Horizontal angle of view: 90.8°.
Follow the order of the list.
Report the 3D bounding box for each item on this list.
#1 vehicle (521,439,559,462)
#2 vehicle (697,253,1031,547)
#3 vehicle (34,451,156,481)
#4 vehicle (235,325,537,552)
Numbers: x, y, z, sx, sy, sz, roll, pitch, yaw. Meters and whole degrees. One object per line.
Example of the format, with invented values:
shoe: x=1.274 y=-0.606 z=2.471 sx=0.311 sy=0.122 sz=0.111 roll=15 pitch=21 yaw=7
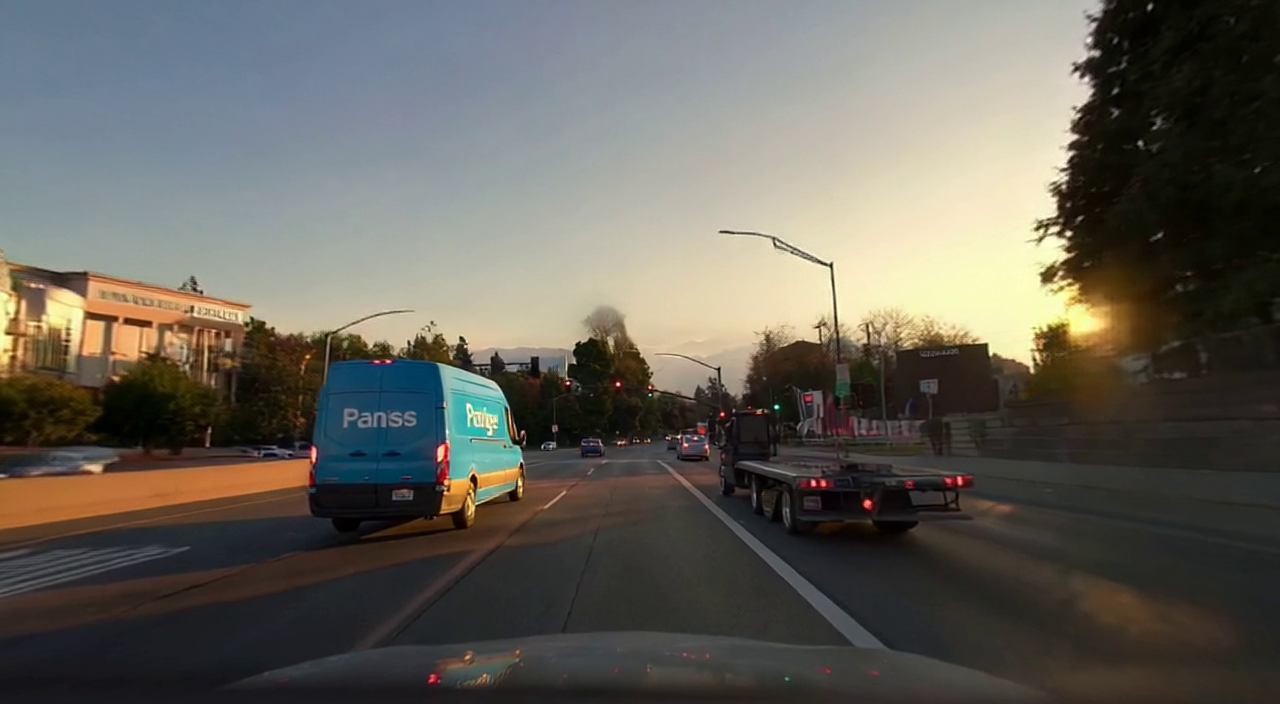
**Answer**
vehicle: x=-6.748 y=6.723 z=43.068 sx=1.958 sy=1.491 sz=4.155 roll=0 pitch=-9 yaw=0
vehicle: x=3.067 y=1.252 z=12.469 sx=2.861 sy=3.525 sz=9.858 roll=0 pitch=-9 yaw=-1
vehicle: x=-31.337 y=6.557 z=36.568 sx=4.955 sy=1.514 sz=1.973 roll=4 pitch=-9 yaw=-29
vehicle: x=-3.645 y=1.529 z=11.069 sx=2.443 sy=2.784 sz=6.493 roll=0 pitch=-9 yaw=1
